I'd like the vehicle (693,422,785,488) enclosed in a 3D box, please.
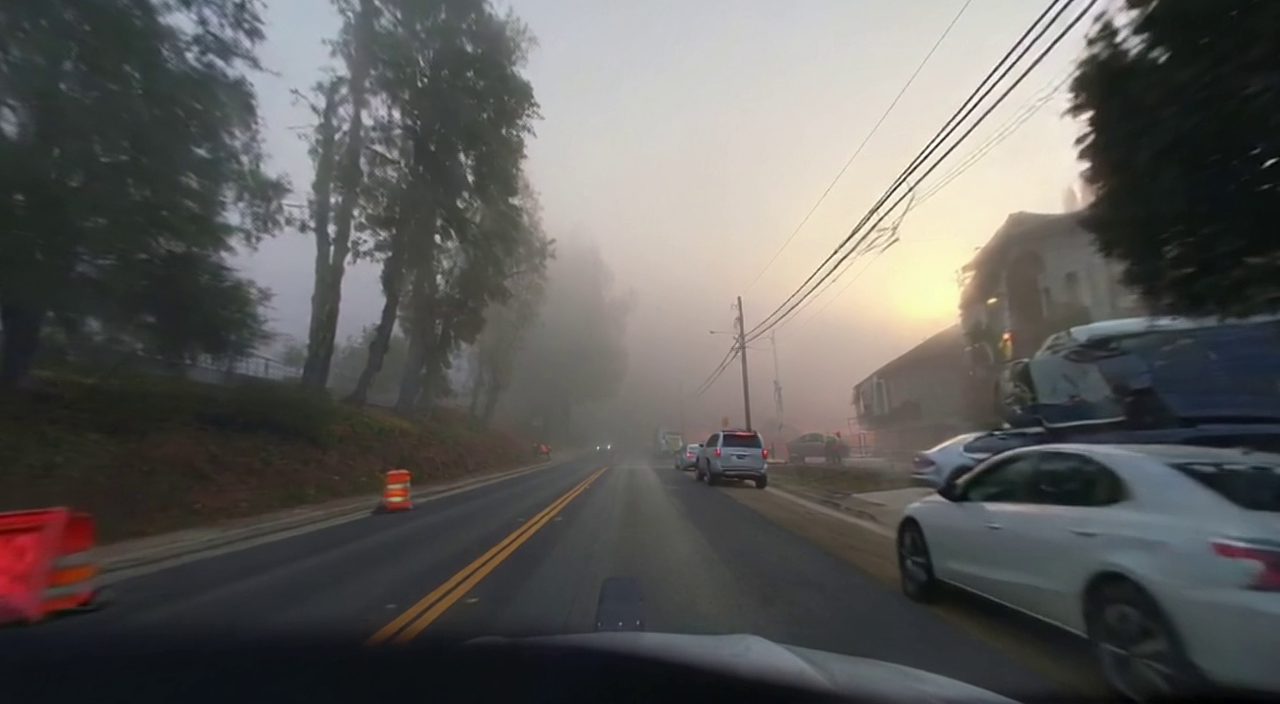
[{"bbox_3d":[3.156,3.477,21.424,2.293,1.957,4.934,0,-9,0],"label":"vehicle"}]

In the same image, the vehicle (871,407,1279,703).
[{"bbox_3d":[3.318,1.154,3.719,1.959,1.459,4.860,0,-9,-2],"label":"vehicle"}]

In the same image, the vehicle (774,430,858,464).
[{"bbox_3d":[11.036,5.994,39.914,4.633,2.059,2.050,0,-9,2],"label":"vehicle"}]

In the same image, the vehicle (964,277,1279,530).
[{"bbox_3d":[10.004,0.852,9.835,8.030,3.331,3.152,0,-8,2],"label":"vehicle"}]
